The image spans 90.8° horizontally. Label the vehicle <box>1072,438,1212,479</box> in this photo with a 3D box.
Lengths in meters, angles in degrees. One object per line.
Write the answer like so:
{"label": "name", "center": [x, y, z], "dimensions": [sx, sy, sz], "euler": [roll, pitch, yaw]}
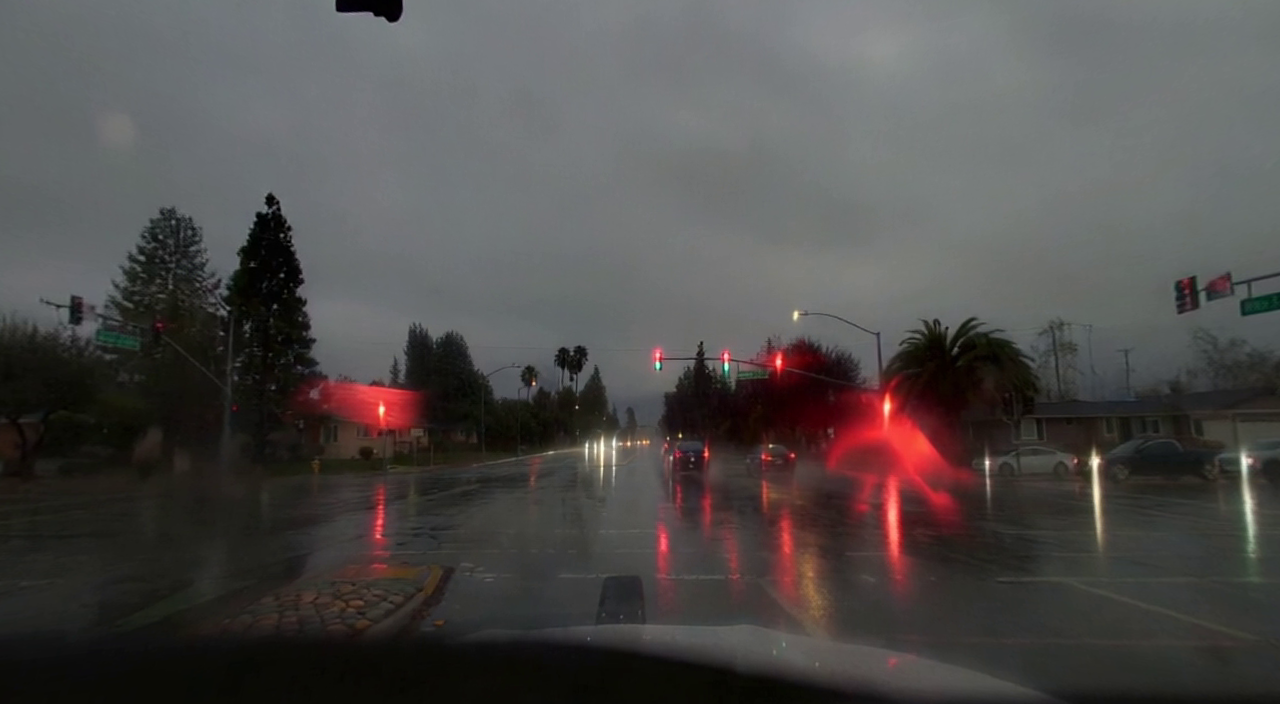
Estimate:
{"label": "vehicle", "center": [23.517, 4.989, 29.740], "dimensions": [4.807, 1.835, 2.033], "euler": [0, -9, -1]}

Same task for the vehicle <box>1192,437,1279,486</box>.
{"label": "vehicle", "center": [23.646, 4.040, 23.461], "dimensions": [4.417, 1.725, 1.969], "euler": [0, -9, -1]}

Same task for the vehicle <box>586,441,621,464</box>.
{"label": "vehicle", "center": [-2.374, 6.715, 42.286], "dimensions": [2.045, 1.484, 3.991], "euler": [0, -9, 0]}

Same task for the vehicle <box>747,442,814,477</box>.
{"label": "vehicle", "center": [6.290, 4.870, 28.867], "dimensions": [1.908, 1.450, 4.564], "euler": [0, -9, -1]}

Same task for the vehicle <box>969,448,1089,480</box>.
{"label": "vehicle", "center": [19.754, 5.696, 32.222], "dimensions": [4.874, 1.544, 1.779], "euler": [0, -9, 1]}

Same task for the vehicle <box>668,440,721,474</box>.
{"label": "vehicle", "center": [2.554, 5.060, 30.671], "dimensions": [2.079, 1.473, 4.748], "euler": [0, -9, -1]}
